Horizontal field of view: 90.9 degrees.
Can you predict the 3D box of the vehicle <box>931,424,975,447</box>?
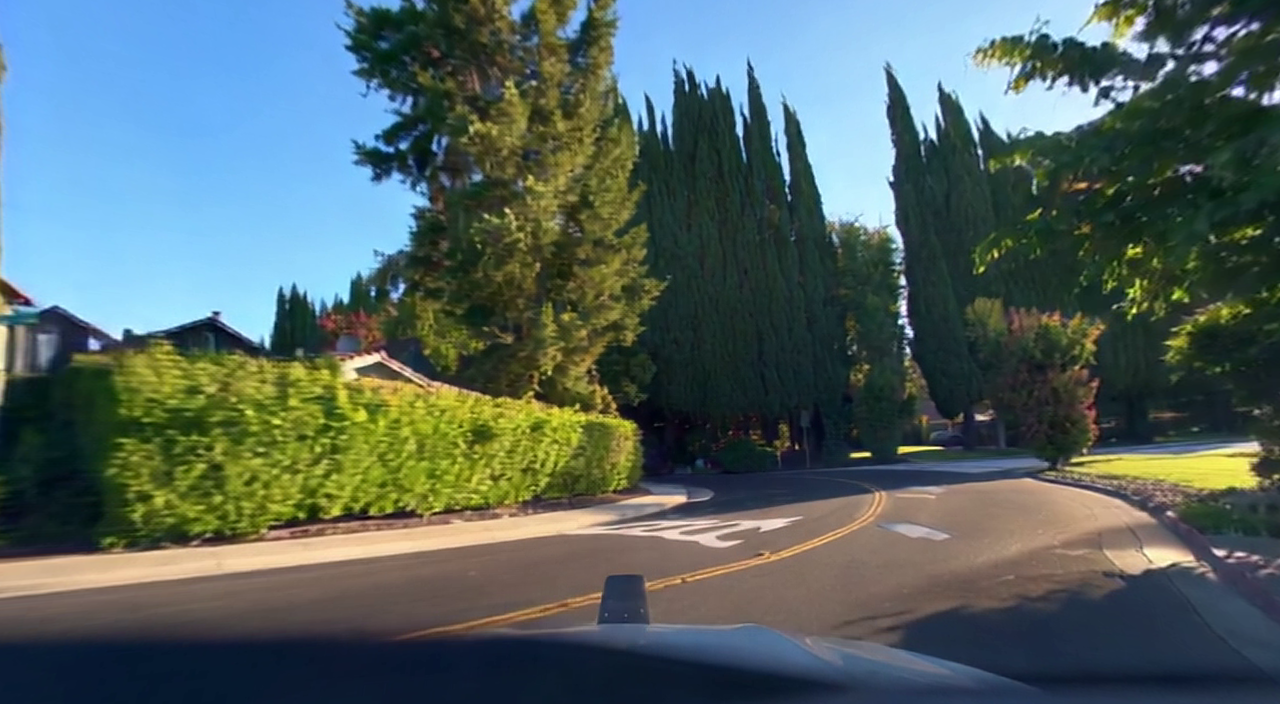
[{"bbox_3d":[22.437,6.041,45.348,1.802,1.548,3.501,0,-9,9],"label":"vehicle"}]
